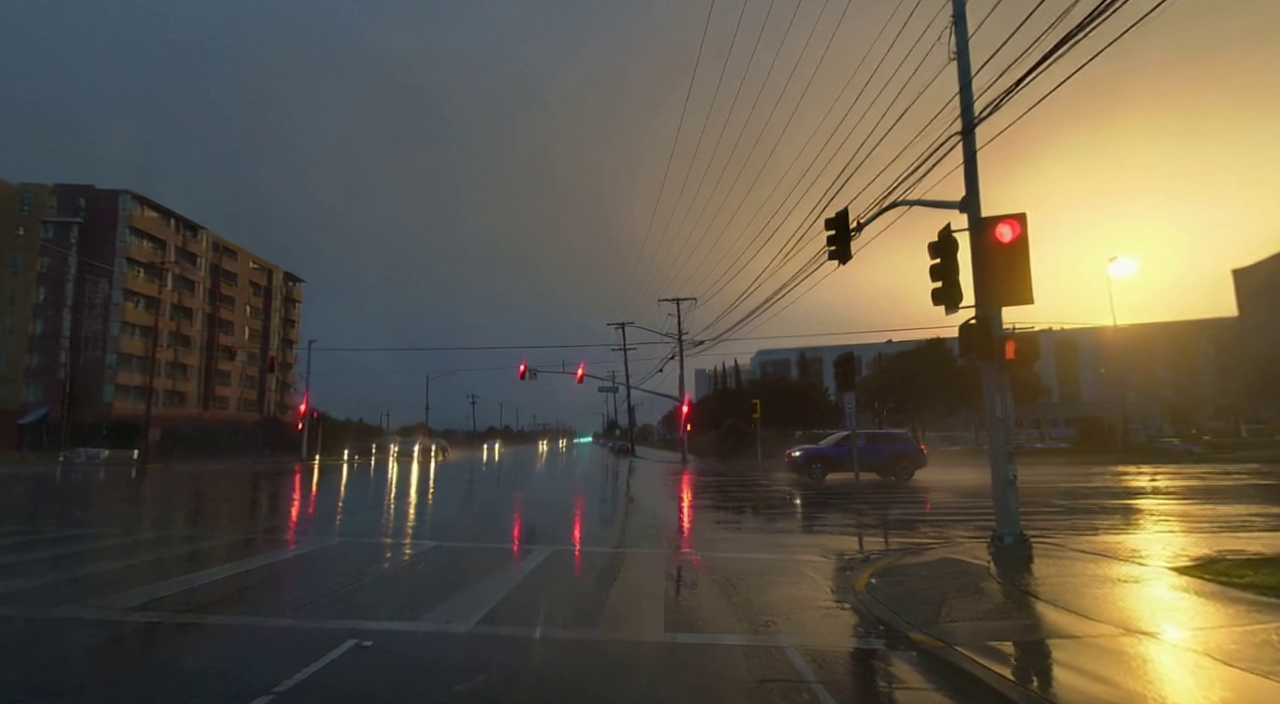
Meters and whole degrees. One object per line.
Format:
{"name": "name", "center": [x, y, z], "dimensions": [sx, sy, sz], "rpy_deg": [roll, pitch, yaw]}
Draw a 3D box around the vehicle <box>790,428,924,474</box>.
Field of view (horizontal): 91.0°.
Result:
{"name": "vehicle", "center": [8.698, 4.029, 25.719], "dimensions": [4.884, 1.714, 2.021], "rpy_deg": [-2, -9, 12]}
